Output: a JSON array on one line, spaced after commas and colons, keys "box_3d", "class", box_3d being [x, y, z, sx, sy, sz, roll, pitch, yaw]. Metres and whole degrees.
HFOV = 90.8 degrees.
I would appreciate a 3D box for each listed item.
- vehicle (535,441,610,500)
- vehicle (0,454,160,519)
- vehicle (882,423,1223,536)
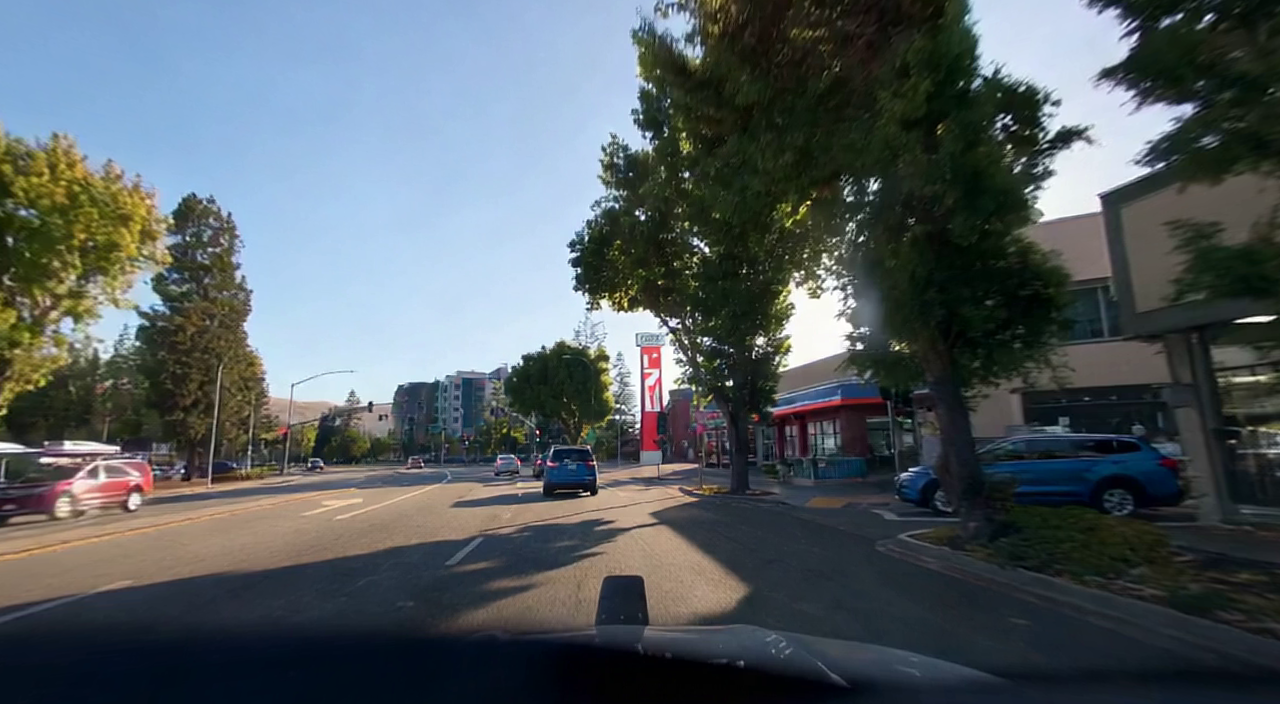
[{"box_3d": [-2.355, 3.871, 21.089, 2.227, 1.733, 3.930, 1, -9, -10], "class": "vehicle"}, {"box_3d": [-18.649, 4.292, 20.748, 2.421, 1.819, 4.804, 1, -9, -8], "class": "vehicle"}, {"box_3d": [7.681, 2.367, 12.356, 5.076, 1.761, 2.077, -6, -10, 33], "class": "vehicle"}]
